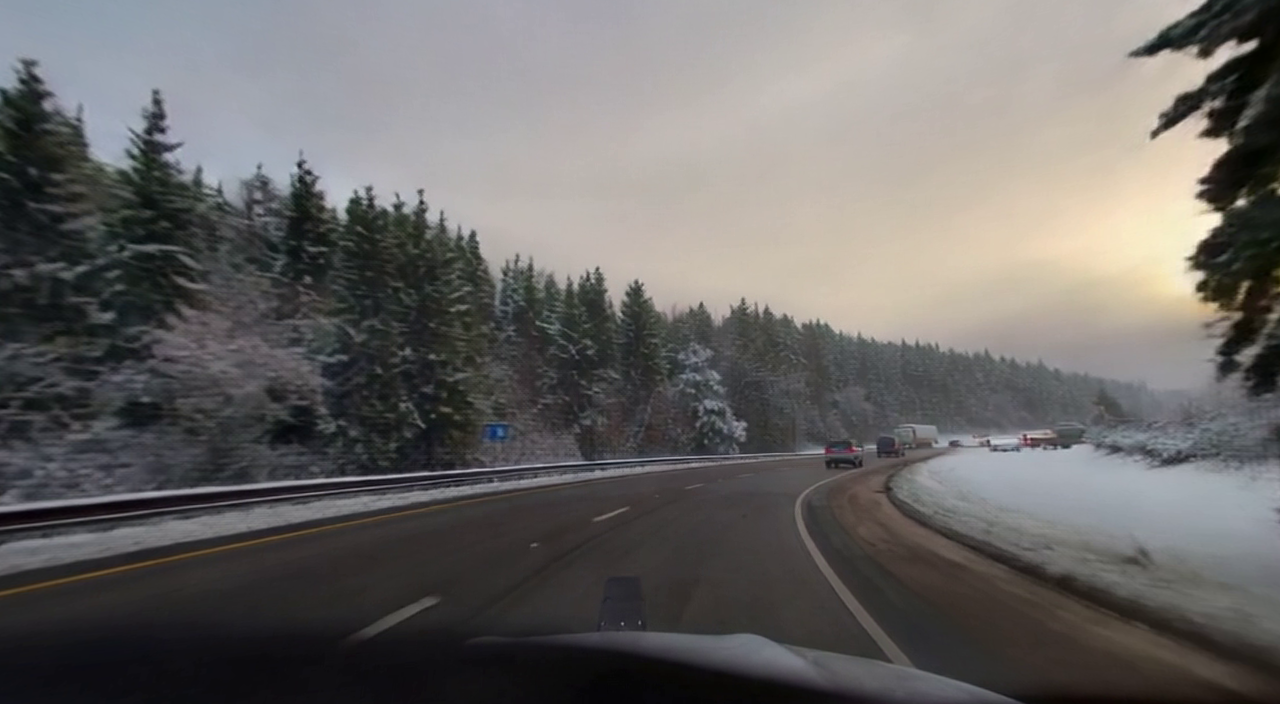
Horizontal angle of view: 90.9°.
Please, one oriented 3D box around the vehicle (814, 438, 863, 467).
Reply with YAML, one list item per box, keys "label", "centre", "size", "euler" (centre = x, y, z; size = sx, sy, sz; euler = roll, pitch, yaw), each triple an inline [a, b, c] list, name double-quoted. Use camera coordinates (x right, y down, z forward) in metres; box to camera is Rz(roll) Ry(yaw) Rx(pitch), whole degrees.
- label: "vehicle"
  centre: [12.620, 6.347, 39.815]
  size: [2.221, 1.674, 4.325]
  euler: [-5, -10, 26]
